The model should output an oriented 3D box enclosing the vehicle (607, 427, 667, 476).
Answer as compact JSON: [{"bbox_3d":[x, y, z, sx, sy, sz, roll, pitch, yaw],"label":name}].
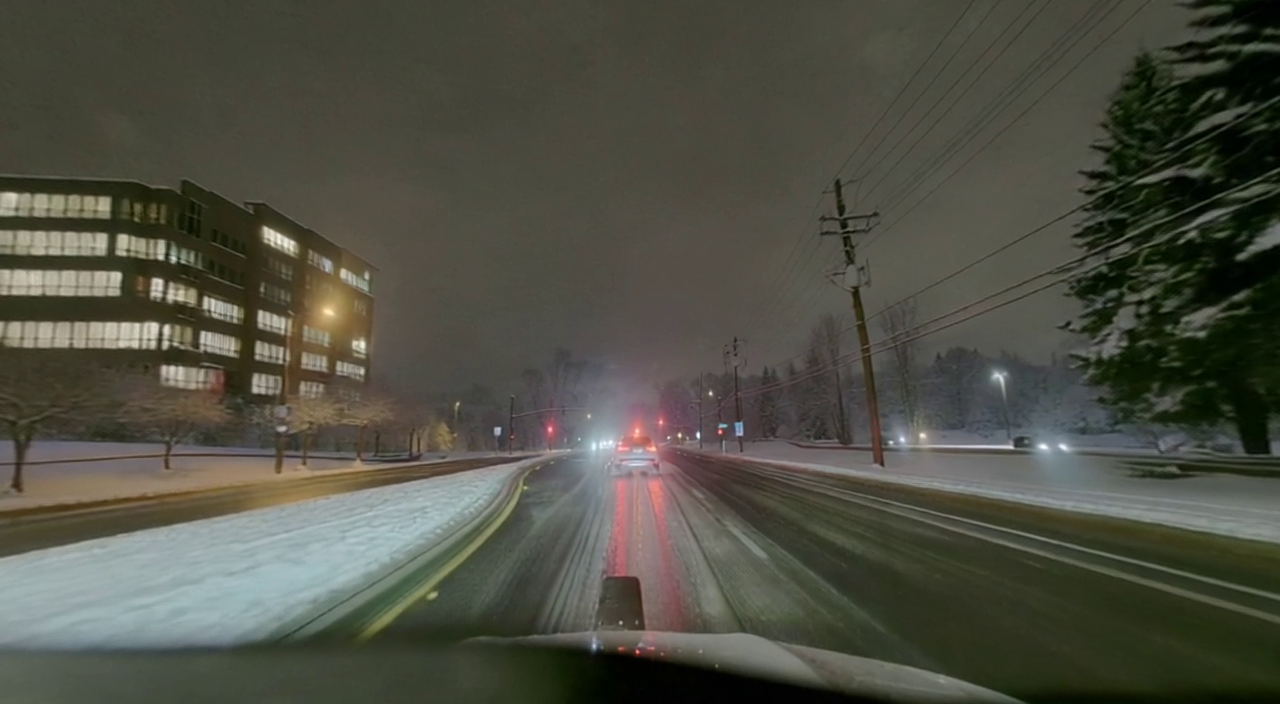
[{"bbox_3d":[-0.112,3.928,25.109,2.189,1.776,4.342,0,-9,0],"label":"vehicle"}]
